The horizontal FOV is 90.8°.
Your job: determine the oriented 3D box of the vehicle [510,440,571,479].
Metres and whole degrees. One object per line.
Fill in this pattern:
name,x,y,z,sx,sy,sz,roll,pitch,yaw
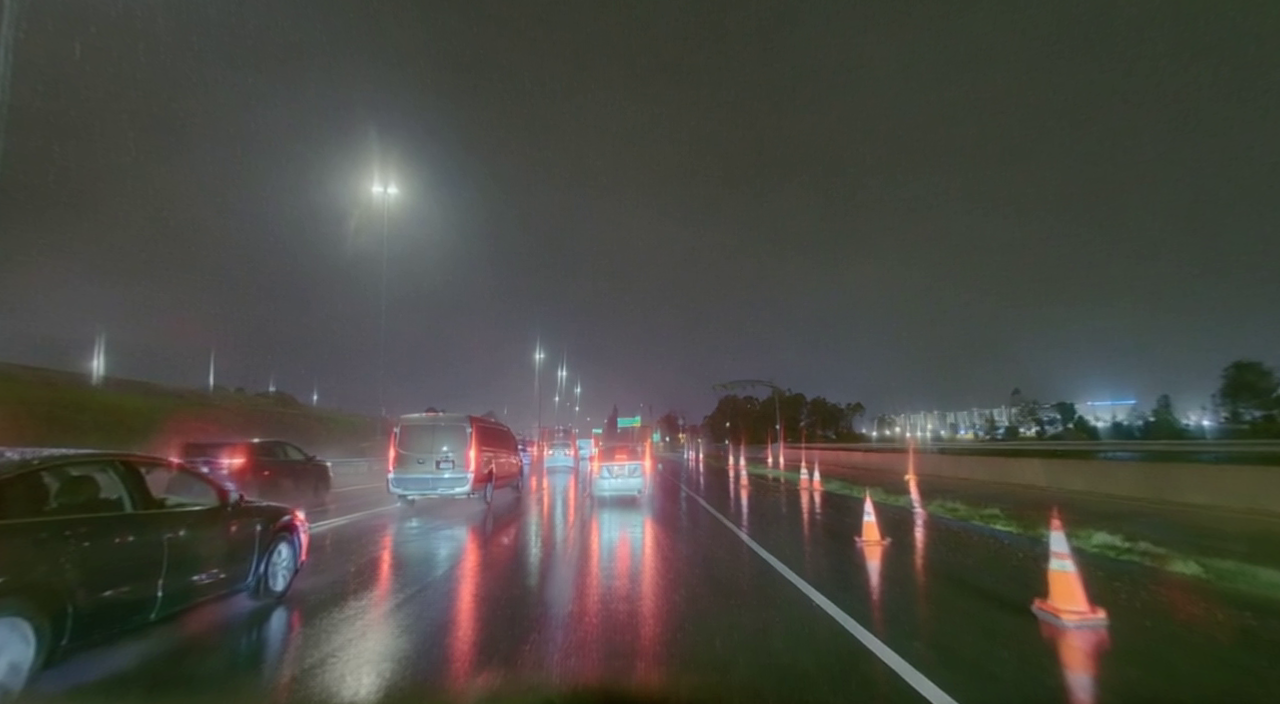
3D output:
vehicle,-3.986,4.368,25.927,1.824,1.459,4.007,0,-9,1

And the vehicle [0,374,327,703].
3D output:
vehicle,-3.910,1.007,3.511,2.041,1.604,4.384,0,-9,1

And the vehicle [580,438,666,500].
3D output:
vehicle,-0.457,3.114,17.209,2.069,1.484,3.918,0,-9,-1

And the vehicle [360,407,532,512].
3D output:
vehicle,-4.274,2.518,15.212,2.324,2.012,5.740,0,-9,0
